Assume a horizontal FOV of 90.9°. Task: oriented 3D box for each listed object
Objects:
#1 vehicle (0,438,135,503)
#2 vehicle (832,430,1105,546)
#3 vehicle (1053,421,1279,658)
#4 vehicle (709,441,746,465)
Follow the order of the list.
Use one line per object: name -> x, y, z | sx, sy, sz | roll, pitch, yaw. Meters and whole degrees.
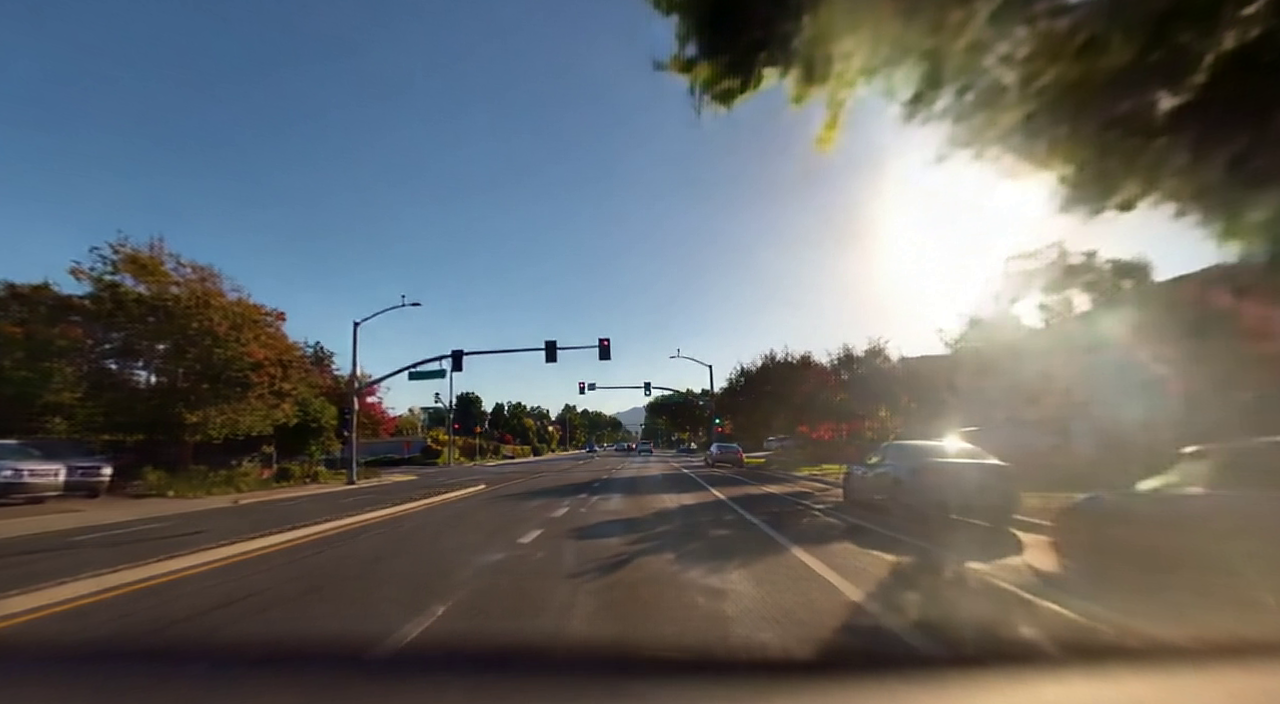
vehicle -> -19.339, 3.743, 20.142 | 4.609, 1.948, 1.995 | 0, -8, 1
vehicle -> 5.142, 2.172, 10.879 | 1.997, 1.521, 4.747 | 0, -8, -2
vehicle -> 5.000, 1.192, 4.056 | 1.895, 1.487, 4.176 | 0, -8, 1
vehicle -> 5.861, 6.822, 42.745 | 1.950, 1.567, 4.083 | 0, -8, 1
